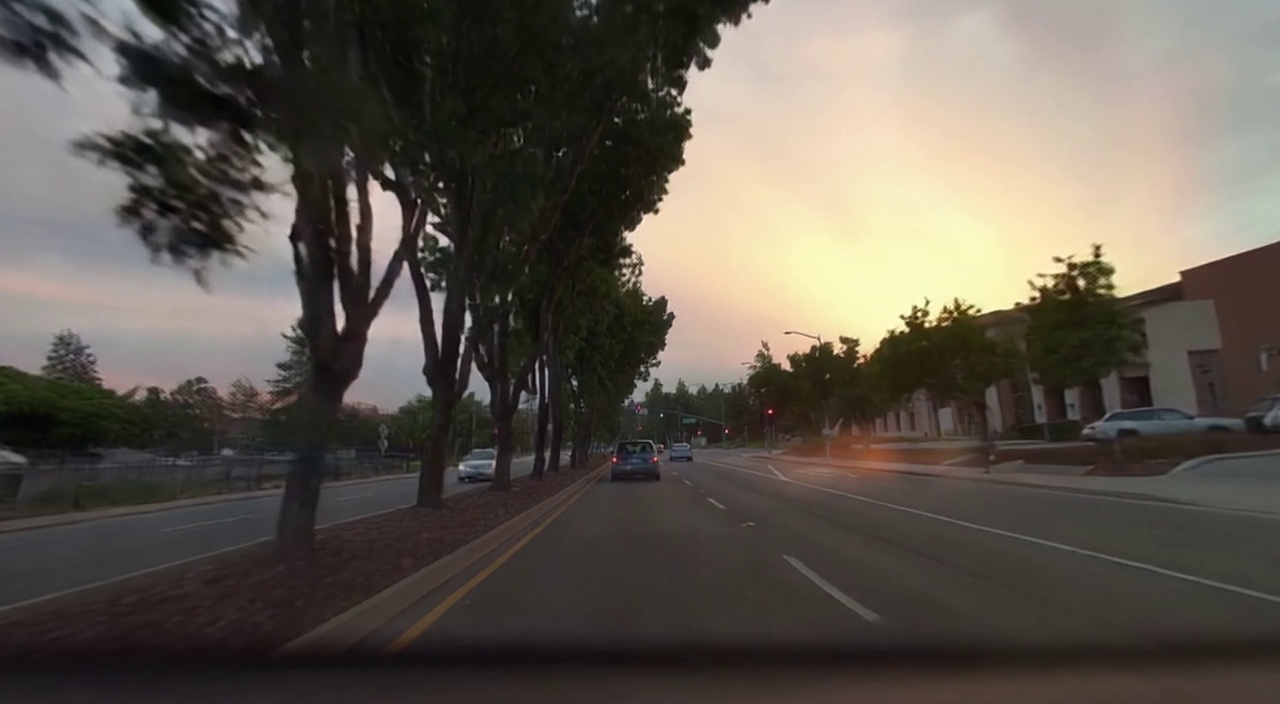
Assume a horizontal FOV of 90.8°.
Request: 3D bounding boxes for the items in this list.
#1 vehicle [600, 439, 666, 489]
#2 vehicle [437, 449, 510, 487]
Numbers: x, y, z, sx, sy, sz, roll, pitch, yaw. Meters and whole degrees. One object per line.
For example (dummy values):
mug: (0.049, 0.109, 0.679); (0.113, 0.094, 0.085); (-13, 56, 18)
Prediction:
vehicle: (-0.261, 4.029, 23.072); (2.181, 1.639, 4.127); (0, -9, -1)
vehicle: (-7.407, 5.183, 28.610); (2.094, 1.579, 4.297); (0, -9, 0)
